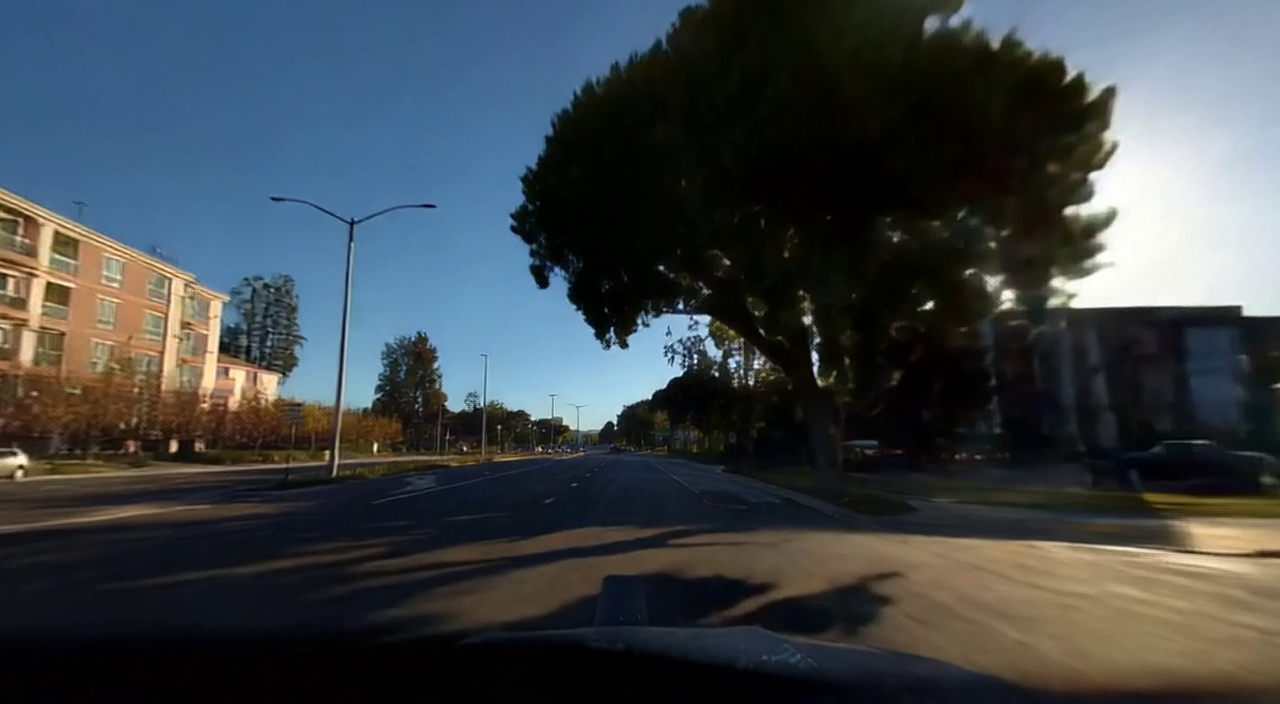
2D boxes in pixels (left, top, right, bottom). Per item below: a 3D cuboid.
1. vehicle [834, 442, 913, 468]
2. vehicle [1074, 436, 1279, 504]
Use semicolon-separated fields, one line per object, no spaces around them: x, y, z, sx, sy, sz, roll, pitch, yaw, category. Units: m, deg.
14.719;6.524;39.952;4.198;1.561;1.937;-1;-11;1;vehicle
15.219;3.268;17.862;4.268;1.589;2.156;-2;-8;-4;vehicle
